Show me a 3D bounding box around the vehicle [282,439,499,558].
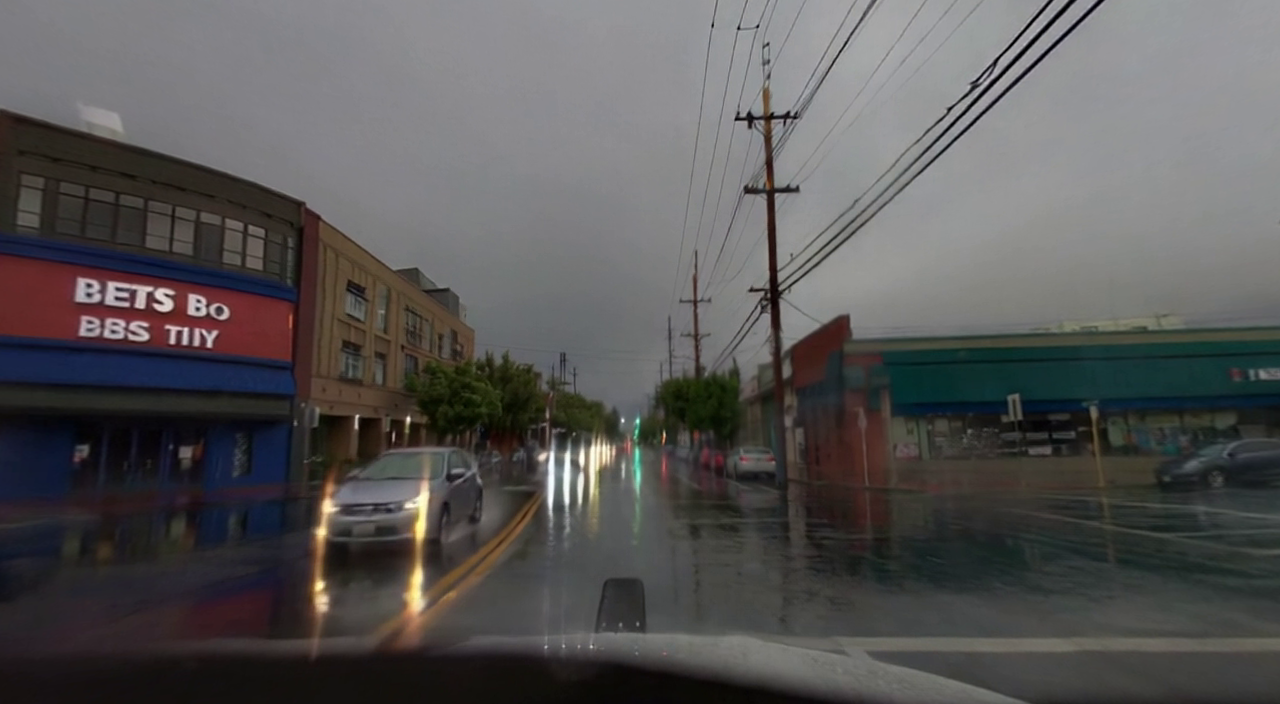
[{"bbox_3d":[-3.687,2.201,10.269,1.914,1.506,4.125,0,-9,-1],"label":"vehicle"}]

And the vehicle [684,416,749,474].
[{"bbox_3d":[4.533,5.749,39.171,2.815,3.203,7.558,0,-9,-2],"label":"vehicle"}]

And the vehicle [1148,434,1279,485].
[{"bbox_3d":[18.591,3.262,19.307,4.368,1.479,1.985,0,-9,1],"label":"vehicle"}]

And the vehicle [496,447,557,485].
[{"bbox_3d":[-4.787,4.855,27.258,2.050,1.505,4.219,0,-9,-2],"label":"vehicle"}]

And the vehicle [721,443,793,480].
[{"bbox_3d":[5.540,5.214,30.466,1.963,1.646,4.204,2,-9,-11],"label":"vehicle"}]
